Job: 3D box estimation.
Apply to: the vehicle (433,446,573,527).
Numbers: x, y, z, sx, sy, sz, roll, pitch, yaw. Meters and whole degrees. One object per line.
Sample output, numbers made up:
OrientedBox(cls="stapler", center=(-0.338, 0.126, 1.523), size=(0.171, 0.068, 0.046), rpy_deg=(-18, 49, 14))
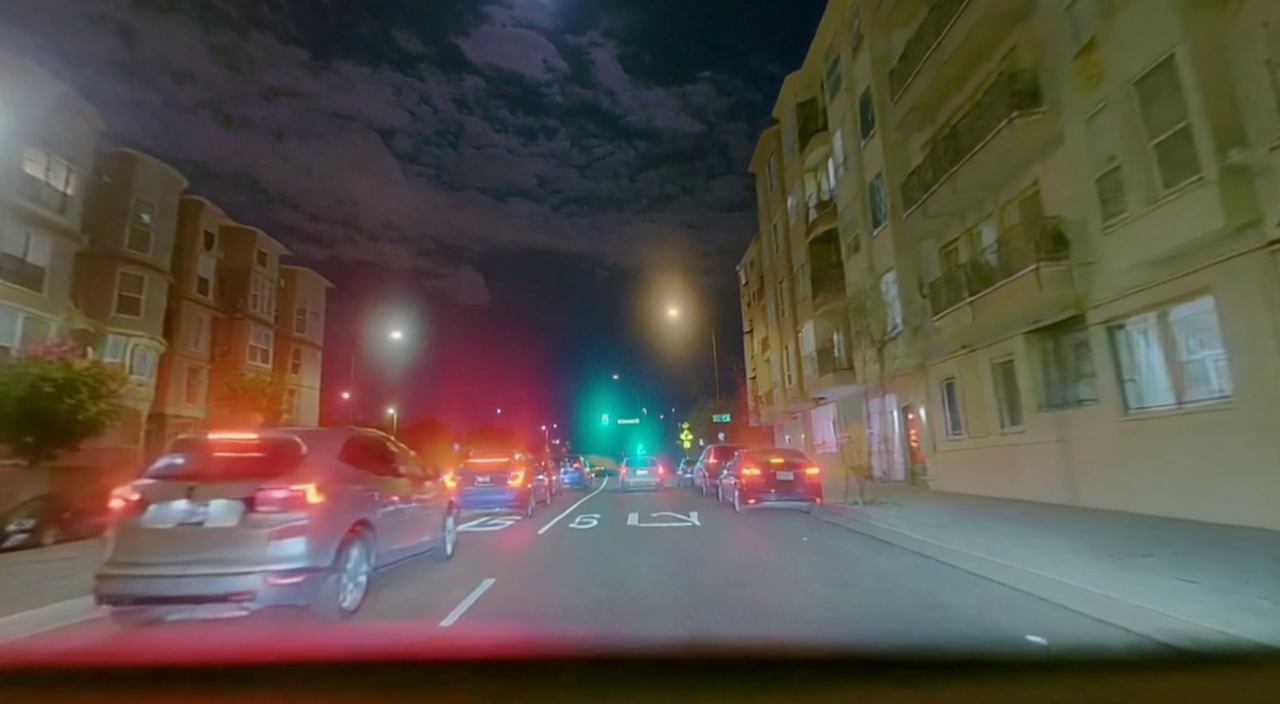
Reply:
OrientedBox(cls="vehicle", center=(-2.812, 2.856, 14.124), size=(2.109, 1.477, 4.509), rpy_deg=(0, -8, 0))

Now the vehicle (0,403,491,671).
OrientedBox(cls="vehicle", center=(-3.052, 1.505, 6.302), size=(2.065, 1.705, 4.353), rpy_deg=(0, -8, 0))

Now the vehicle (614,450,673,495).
OrientedBox(cls="vehicle", center=(0.074, 4.459, 23.655), size=(2.026, 1.496, 3.701), rpy_deg=(0, -8, -1))

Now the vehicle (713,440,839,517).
OrientedBox(cls="vehicle", center=(2.928, 2.815, 14.660), size=(1.933, 1.501, 4.349), rpy_deg=(0, -8, 0))
